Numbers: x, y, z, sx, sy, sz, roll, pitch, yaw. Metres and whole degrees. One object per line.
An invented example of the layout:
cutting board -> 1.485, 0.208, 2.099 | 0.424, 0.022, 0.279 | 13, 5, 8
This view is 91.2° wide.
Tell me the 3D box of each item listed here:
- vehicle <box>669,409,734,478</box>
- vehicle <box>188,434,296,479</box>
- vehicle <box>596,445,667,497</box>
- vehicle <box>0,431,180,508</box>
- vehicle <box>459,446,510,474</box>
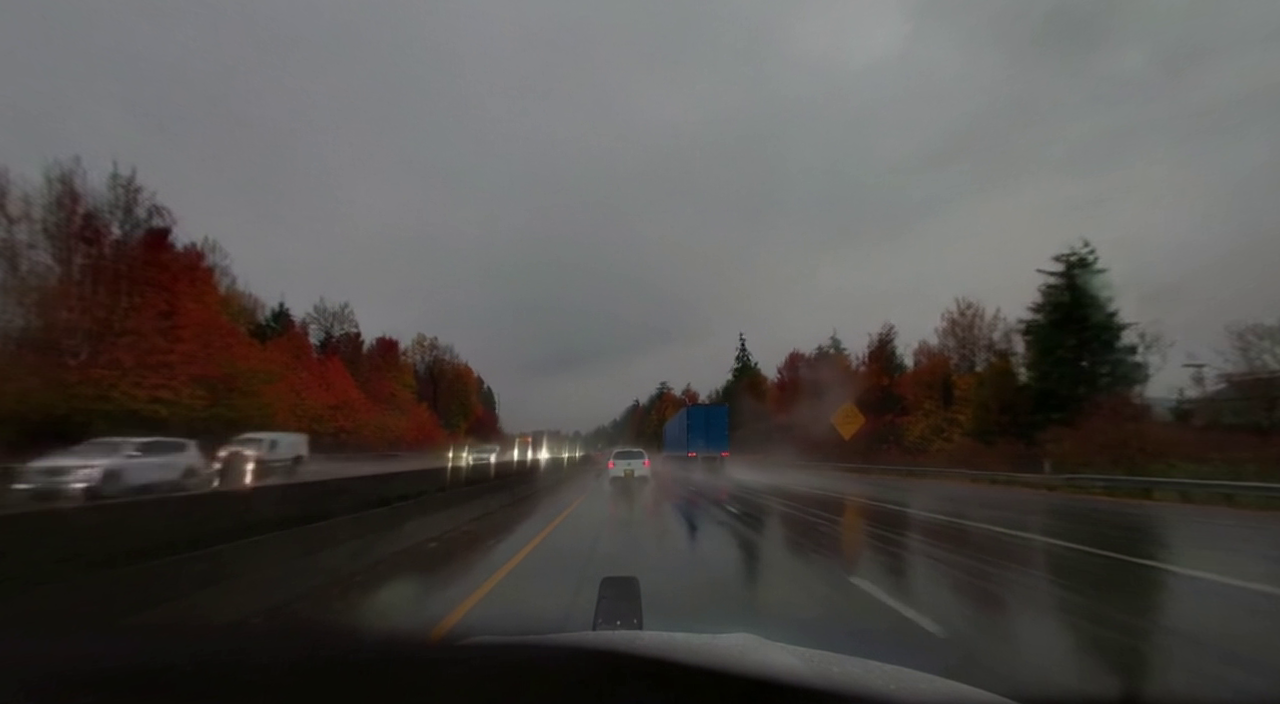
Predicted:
vehicle -> 3.918, 6.584, 43.973 | 2.900, 4.013, 14.455 | 0, -10, -1
vehicle -> -18.357, 4.861, 29.247 | 2.064, 1.914, 4.660 | 0, -9, -2
vehicle -> -0.315, 3.888, 20.792 | 2.099, 1.506, 4.097 | 0, -9, -2
vehicle -> -13.544, 2.721, 14.830 | 1.953, 1.544, 4.444 | -1, -9, -1
vehicle -> -9.189, 6.378, 37.333 | 1.979, 1.523, 4.461 | 0, -9, -1
